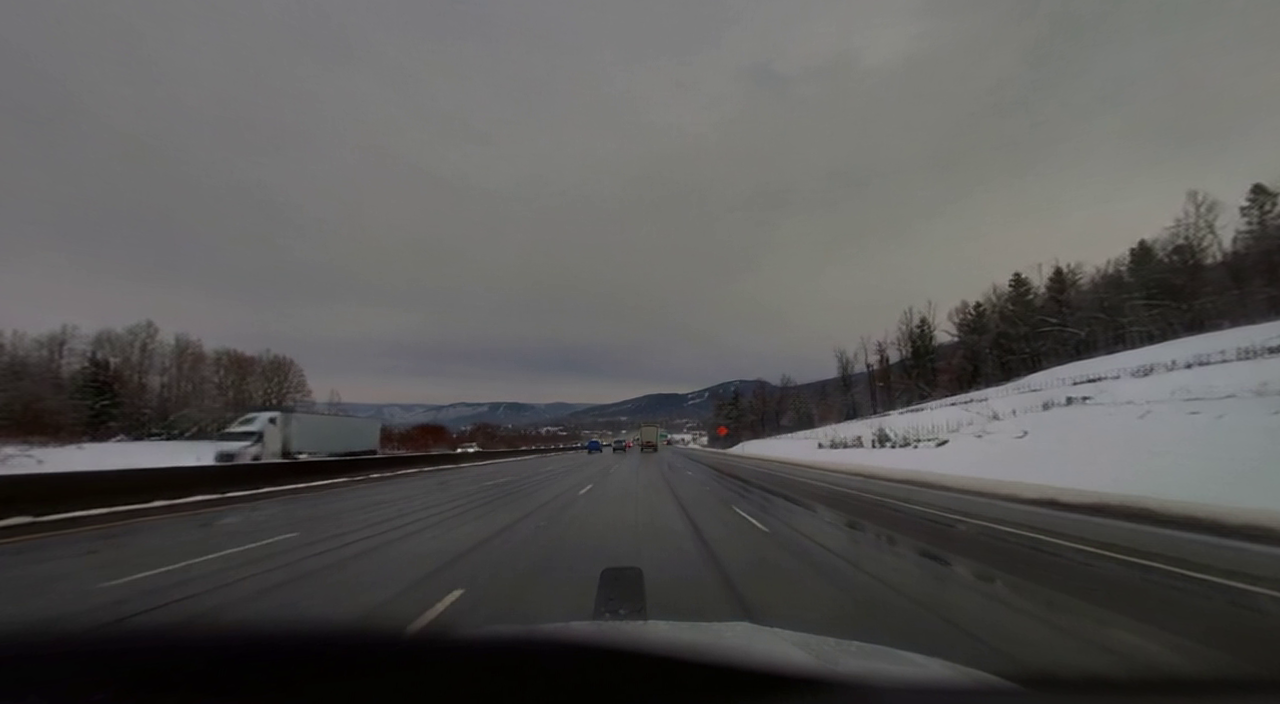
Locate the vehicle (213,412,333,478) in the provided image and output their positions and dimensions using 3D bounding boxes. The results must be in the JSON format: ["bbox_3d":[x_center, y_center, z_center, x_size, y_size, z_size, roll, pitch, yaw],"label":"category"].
[{"bbox_3d":[-24.584,6.307,42.965,3.001,4.041,8.386,0,-8,0],"label":"vehicle"}]

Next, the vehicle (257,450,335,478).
[{"bbox_3d":[-20.570,6.688,37.968,2.045,1.486,4.765,0,-8,0],"label":"vehicle"}]
